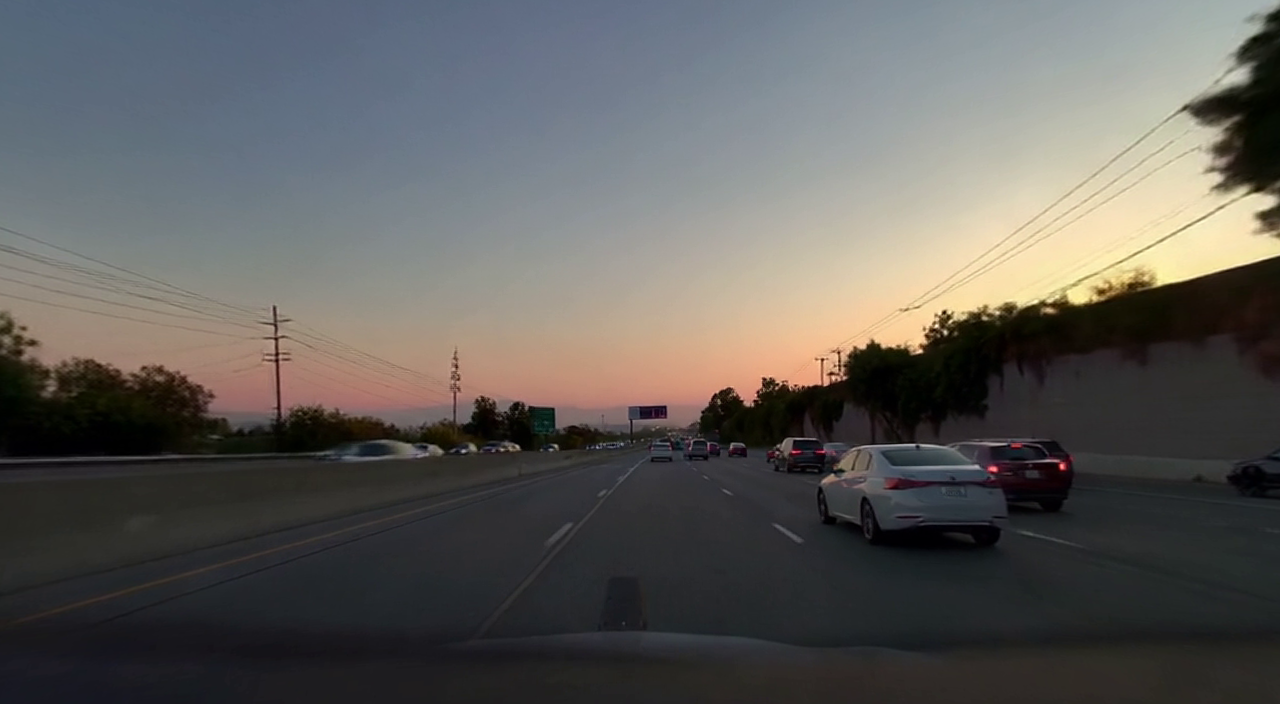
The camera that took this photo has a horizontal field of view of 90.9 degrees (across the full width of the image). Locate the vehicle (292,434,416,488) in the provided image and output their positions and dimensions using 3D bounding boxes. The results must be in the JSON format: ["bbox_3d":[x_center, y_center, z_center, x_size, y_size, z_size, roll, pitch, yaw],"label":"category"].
[{"bbox_3d":[-9.655,3.687,21.756,2.035,1.654,4.342,-1,-8,3],"label":"vehicle"}]

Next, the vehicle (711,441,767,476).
[{"bbox_3d":[4.440,4.839,28.853,1.936,1.465,4.060,0,-8,1],"label":"vehicle"}]

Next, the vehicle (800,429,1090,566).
[{"bbox_3d":[3.913,1.919,9.172,1.986,1.478,4.429,0,-8,0],"label":"vehicle"}]

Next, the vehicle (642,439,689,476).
[{"bbox_3d":[1.148,4.859,29.229,2.042,1.581,3.769,0,-8,2],"label":"vehicle"}]
